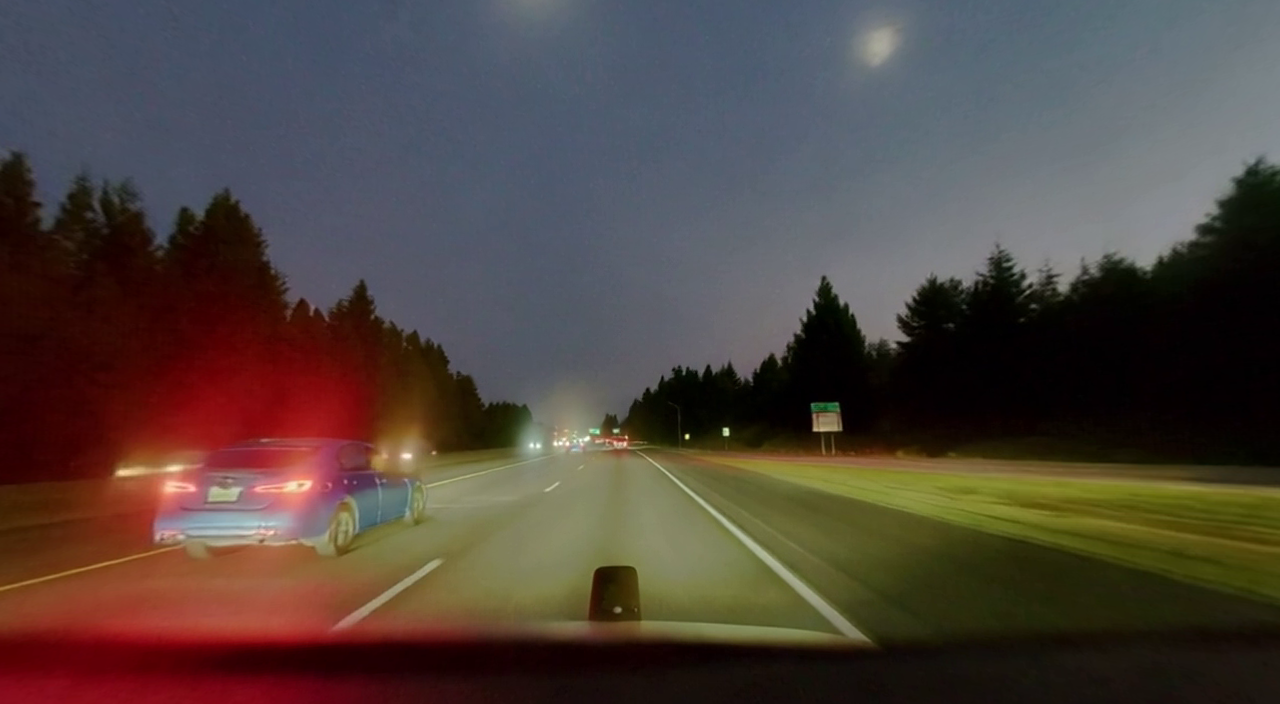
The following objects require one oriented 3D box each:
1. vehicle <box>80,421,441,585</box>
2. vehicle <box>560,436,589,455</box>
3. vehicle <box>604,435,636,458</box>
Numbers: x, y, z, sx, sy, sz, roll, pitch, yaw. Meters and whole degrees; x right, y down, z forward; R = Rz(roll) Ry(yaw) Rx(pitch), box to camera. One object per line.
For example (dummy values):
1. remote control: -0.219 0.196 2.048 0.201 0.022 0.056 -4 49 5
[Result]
1. vehicle: -4.115 1.654 7.853 1.958 1.477 4.121 0 -8 -1
2. vehicle: -5.049 7.253 48.979 1.907 1.445 4.049 0 -8 -1
3. vehicle: -1.386 6.610 44.267 2.162 1.460 4.242 0 -8 -2
